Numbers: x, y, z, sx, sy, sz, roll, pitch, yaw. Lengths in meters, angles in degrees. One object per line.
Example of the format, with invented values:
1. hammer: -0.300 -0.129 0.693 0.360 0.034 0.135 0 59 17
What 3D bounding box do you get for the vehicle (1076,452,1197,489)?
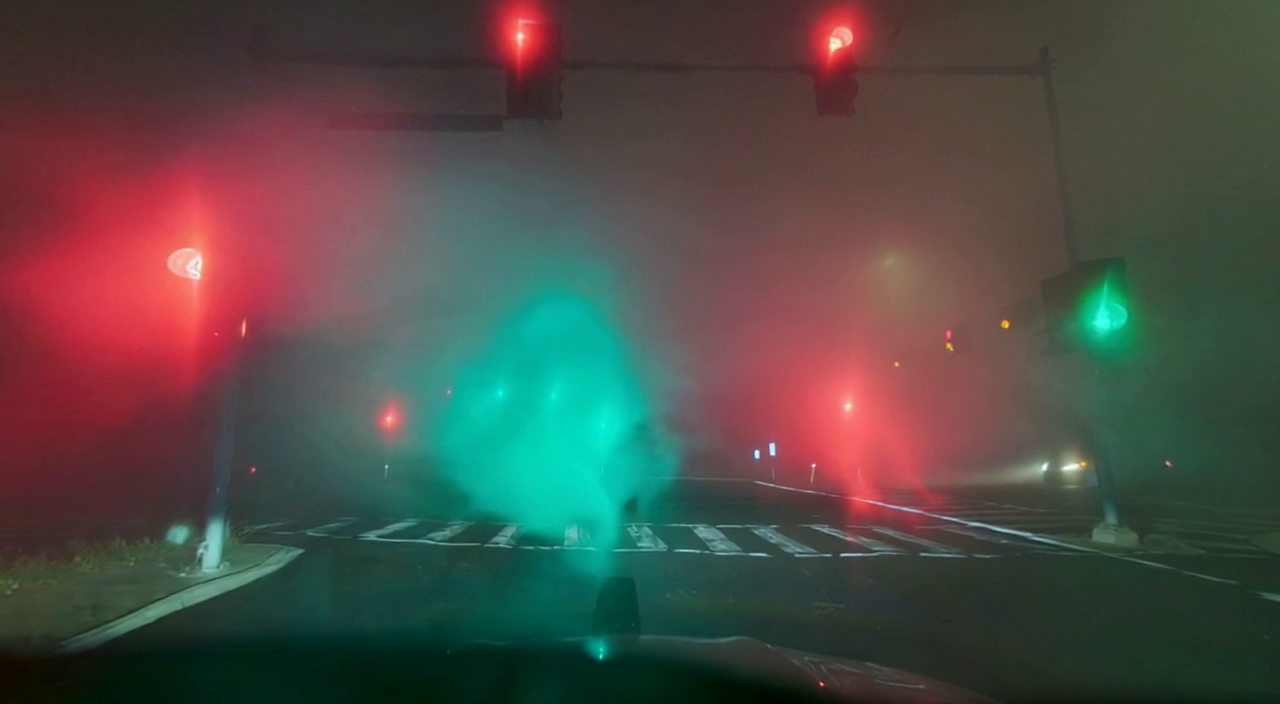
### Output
1. vehicle: 22.889 5.466 29.132 3.998 1.590 1.936 1 -10 -6
